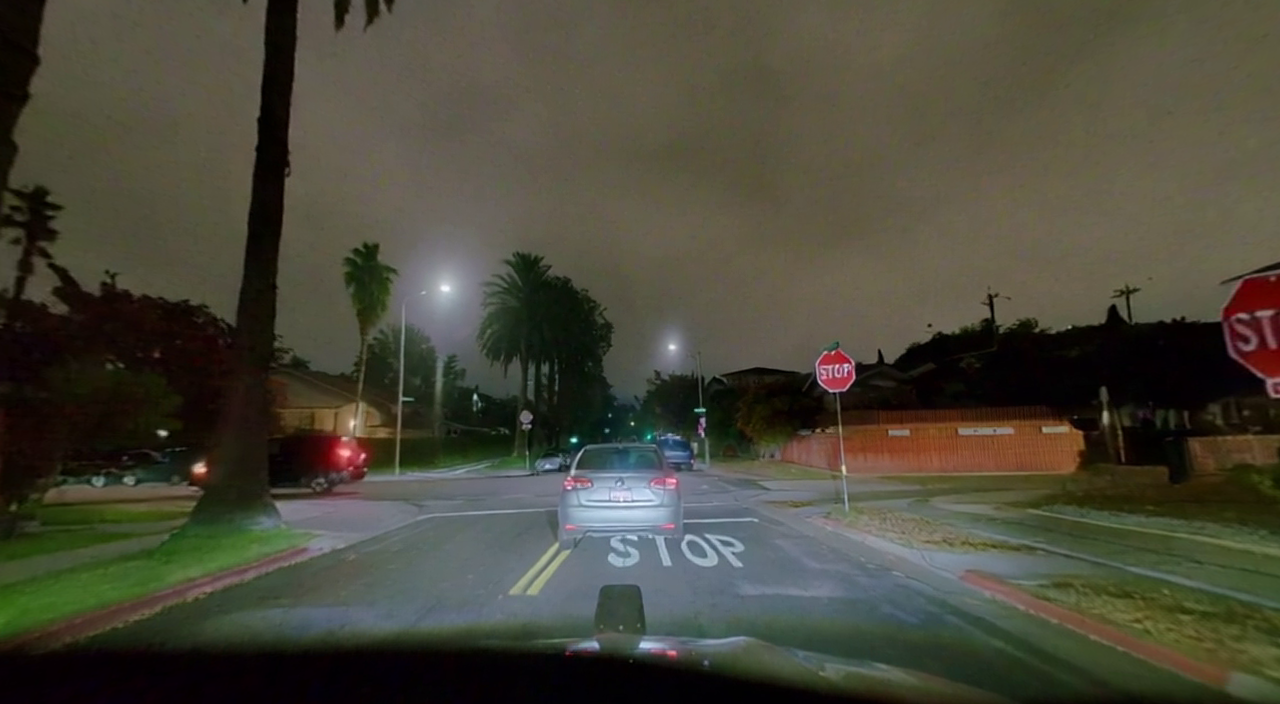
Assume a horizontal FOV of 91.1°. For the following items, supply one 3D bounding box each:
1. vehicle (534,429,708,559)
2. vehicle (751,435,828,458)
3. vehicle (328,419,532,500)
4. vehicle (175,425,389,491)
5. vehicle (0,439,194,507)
[{"bbox_3d":[-0.248,1.961,9.413,2.010,1.499,4.107,0,-8,-1],"label":"vehicle"},{"bbox_3d":[11.356,7.224,47.970,5.379,1.731,2.080,0,-8,-1],"label":"vehicle"},{"bbox_3d":[-6.643,3.329,19.823,5.941,2.187,2.730,-5,-10,29],"label":"vehicle"},{"bbox_3d":[-12.290,3.626,21.727,6.308,2.057,2.353,-2,-9,12],"label":"vehicle"},{"bbox_3d":[-15.286,3.374,17.290,4.521,1.447,1.913,-4,-13,0],"label":"vehicle"}]
